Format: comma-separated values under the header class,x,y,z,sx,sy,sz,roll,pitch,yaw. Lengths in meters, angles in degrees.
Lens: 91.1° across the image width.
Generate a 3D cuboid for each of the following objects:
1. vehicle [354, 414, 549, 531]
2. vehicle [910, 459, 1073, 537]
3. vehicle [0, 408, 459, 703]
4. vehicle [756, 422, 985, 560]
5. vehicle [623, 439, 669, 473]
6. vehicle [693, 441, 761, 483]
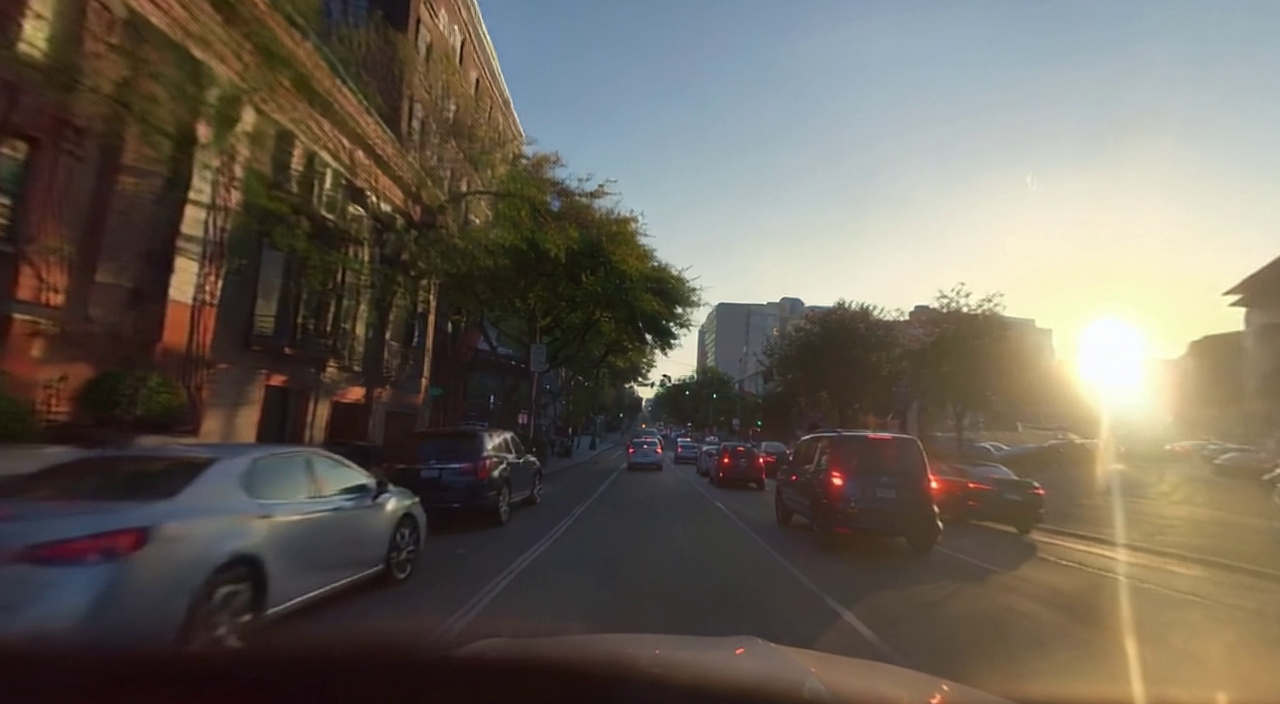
class,x,y,z,sx,sy,sz,roll,pitch,yaw
vehicle,-3.143,2.133,11.673,2.128,1.725,4.471,0,-9,1
vehicle,8.982,3.712,16.553,1.893,1.663,4.257,0,-9,2
vehicle,-3.076,1.308,4.988,1.926,1.456,4.313,0,-9,1
vehicle,3.309,2.077,10.179,2.002,1.707,4.547,0,-9,0
vehicle,0.281,4.807,29.254,2.007,1.460,3.923,0,-9,1
vehicle,3.298,4.265,24.668,1.966,1.475,4.528,0,-9,0
